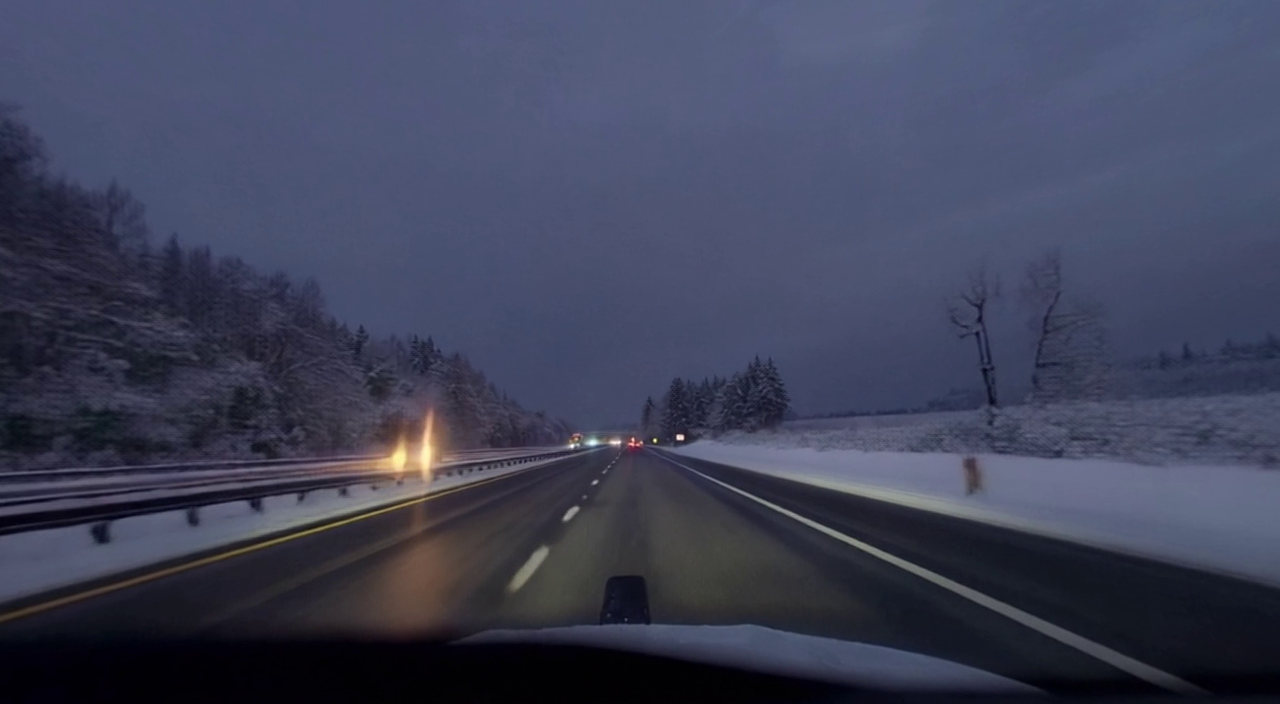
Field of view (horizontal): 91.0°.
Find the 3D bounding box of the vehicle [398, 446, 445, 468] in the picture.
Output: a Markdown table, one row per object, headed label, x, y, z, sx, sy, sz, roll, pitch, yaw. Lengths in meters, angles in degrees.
| label | x | y | z | sx | sy | sz | roll | pitch | yaw |
| --- | --- | --- | --- | --- | --- | --- | --- | --- | --- |
| vehicle | -15.797 | 7.583 | 45.761 | 1.844 | 1.509 | 4.527 | 0 | -8 | -1 |
